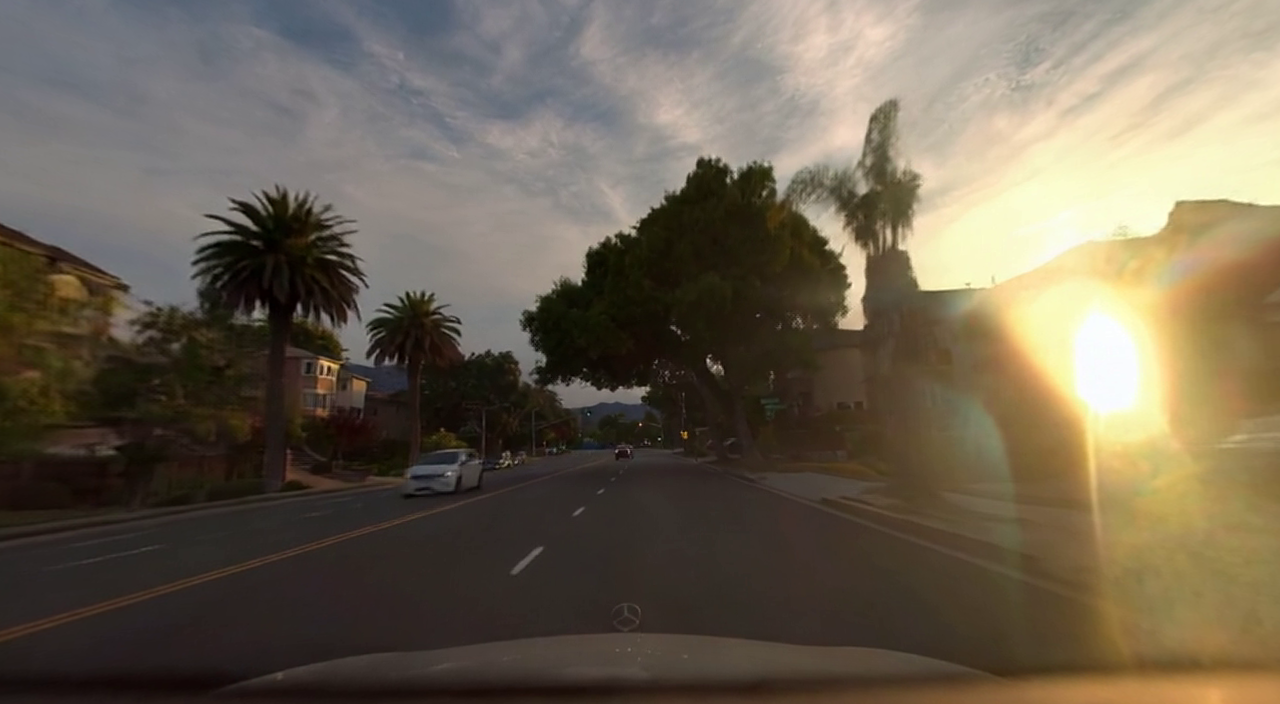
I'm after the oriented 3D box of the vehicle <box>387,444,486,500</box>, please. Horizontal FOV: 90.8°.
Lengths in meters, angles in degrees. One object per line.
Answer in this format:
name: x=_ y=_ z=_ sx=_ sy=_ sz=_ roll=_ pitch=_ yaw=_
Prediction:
vehicle: x=-7.227 y=4.265 z=22.996 sx=1.992 sy=1.802 sz=4.602 roll=-1 pitch=-8 yaw=1
